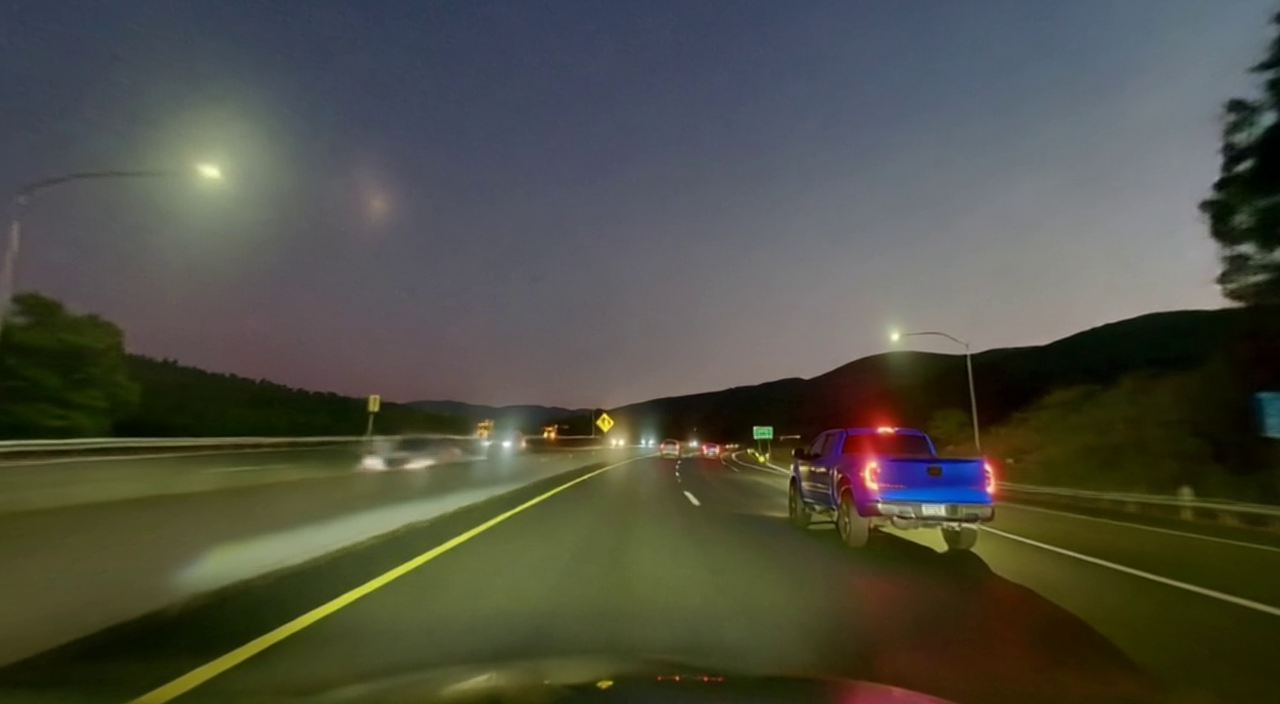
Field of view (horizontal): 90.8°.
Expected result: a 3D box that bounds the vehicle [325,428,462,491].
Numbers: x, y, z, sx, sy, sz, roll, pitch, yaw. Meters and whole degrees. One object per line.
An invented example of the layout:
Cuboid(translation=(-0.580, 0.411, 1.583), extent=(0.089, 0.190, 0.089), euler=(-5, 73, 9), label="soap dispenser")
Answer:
Cuboid(translation=(-6.750, 3.011, 17.959), extent=(1.990, 1.533, 4.572), euler=(0, -9, 1), label="vehicle")

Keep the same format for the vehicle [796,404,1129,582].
Cuboid(translation=(3.809, 1.775, 8.738), extent=(2.151, 1.744, 4.709), euler=(0, -9, 1), label="vehicle")

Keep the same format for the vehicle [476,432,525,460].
Cuboid(translation=(-9.224, 6.292, 42.181), extent=(2.011, 1.723, 4.375), euler=(0, -9, 3), label="vehicle")

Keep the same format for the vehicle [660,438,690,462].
Cuboid(translation=(2.779, 7.703, 49.669), extent=(2.186, 1.782, 4.100), euler=(0, -9, 4), label="vehicle")
